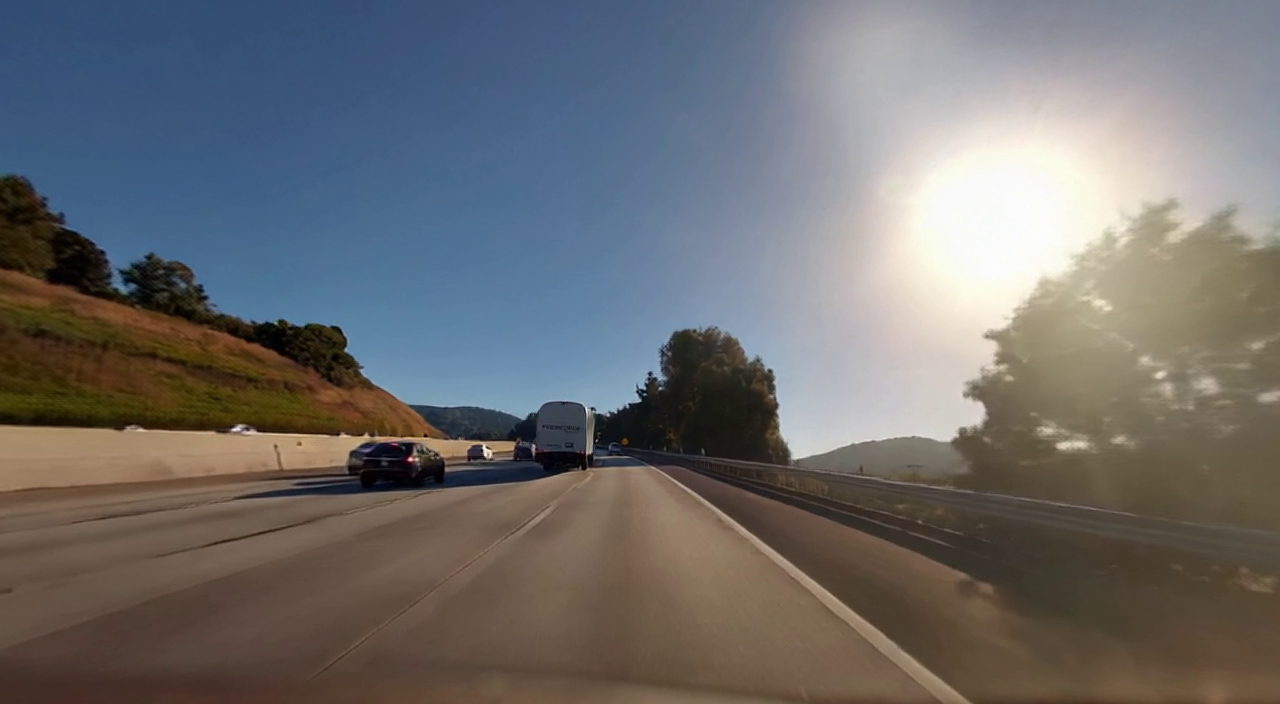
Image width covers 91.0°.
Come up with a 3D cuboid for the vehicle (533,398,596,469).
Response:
[{"bbox_3d":[-4.803,5.723,42.909,2.880,4.025,14.064,1,-9,-1],"label":"vehicle"}]

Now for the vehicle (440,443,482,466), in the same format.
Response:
[{"bbox_3d":[-12.644,7.282,44.791,1.817,1.479,4.409,1,-9,-1],"label":"vehicle"}]

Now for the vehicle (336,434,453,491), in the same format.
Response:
[{"bbox_3d":[-8.040,3.670,21.198,2.099,1.644,4.638,1,-9,0],"label":"vehicle"}]
